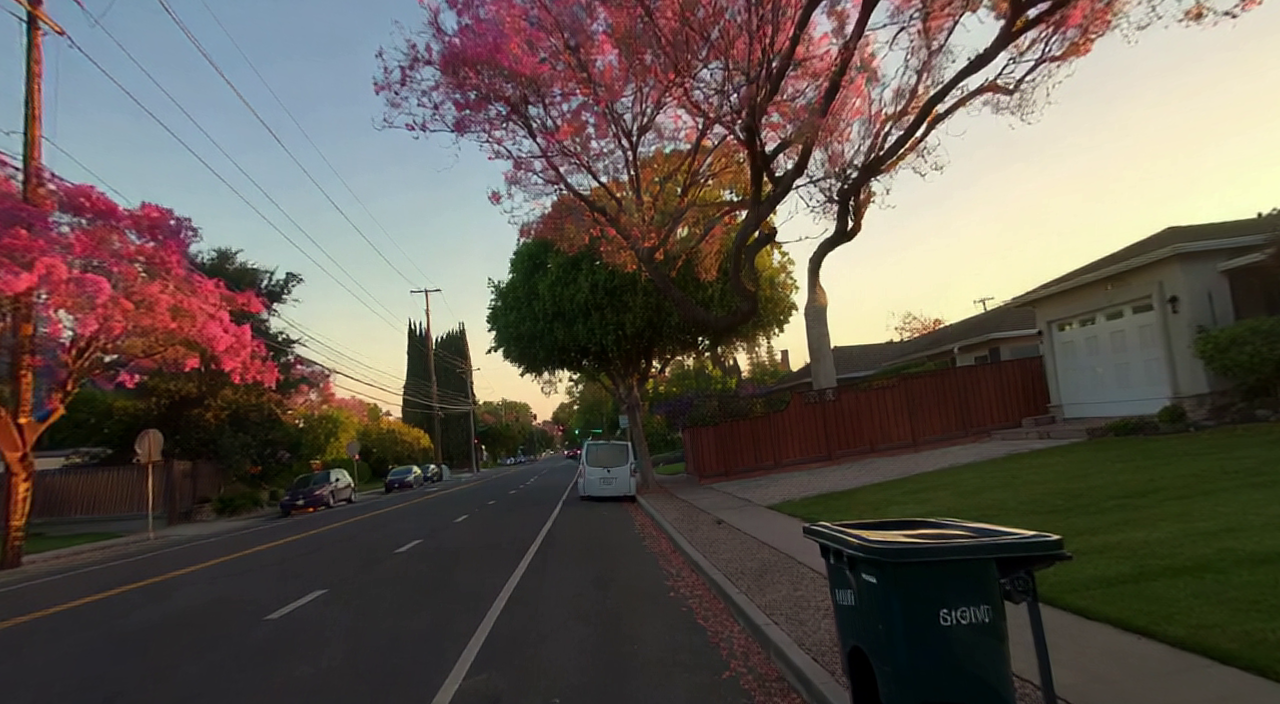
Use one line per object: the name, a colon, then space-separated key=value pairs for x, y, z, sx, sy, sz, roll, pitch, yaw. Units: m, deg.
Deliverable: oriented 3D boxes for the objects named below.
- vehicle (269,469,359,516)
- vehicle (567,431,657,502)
vehicle: x=-13.773 y=5.919 z=26.994 sx=1.982 sy=1.660 sz=4.142 roll=1 pitch=-8 yaw=-6
vehicle: x=-0.831 y=3.077 z=17.394 sx=2.190 sy=1.708 sz=4.115 roll=0 pitch=-8 yaw=-4
